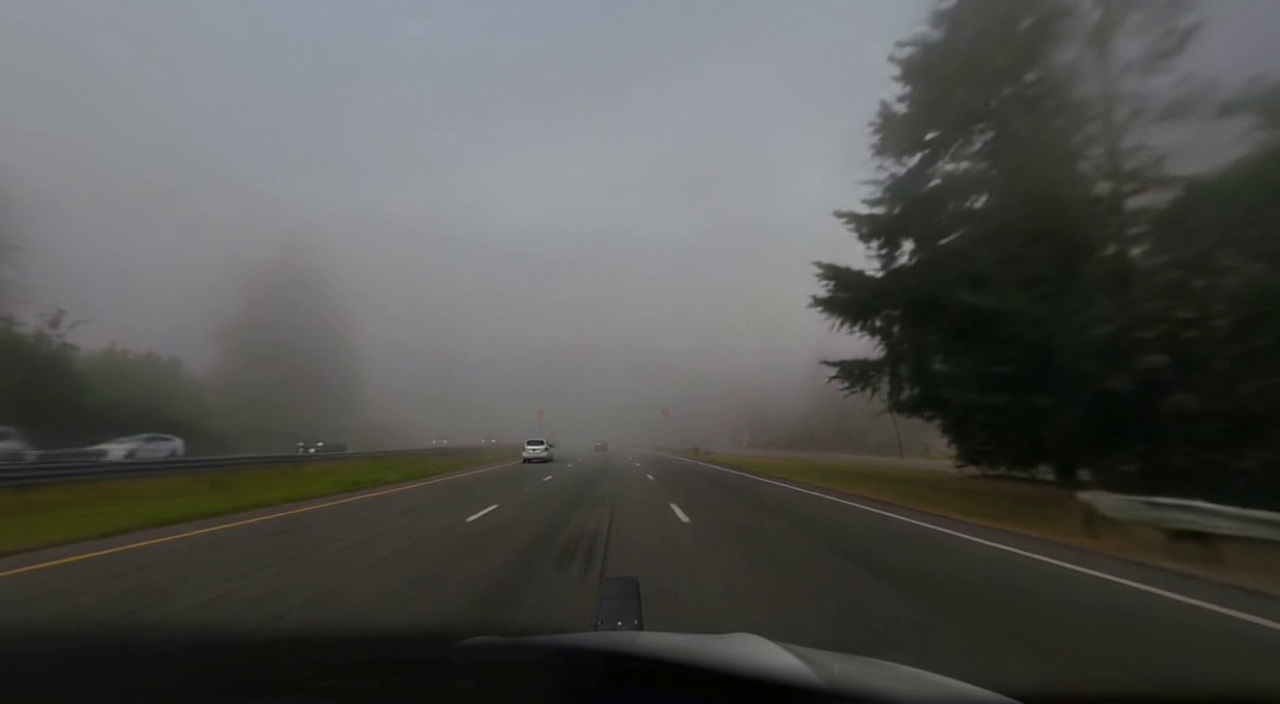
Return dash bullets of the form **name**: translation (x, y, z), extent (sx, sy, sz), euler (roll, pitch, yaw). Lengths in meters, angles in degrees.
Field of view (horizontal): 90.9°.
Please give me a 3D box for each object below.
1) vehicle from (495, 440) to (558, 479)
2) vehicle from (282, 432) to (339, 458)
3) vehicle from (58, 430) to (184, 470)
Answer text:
- **vehicle**: translation (-4.325, 4.134, 24.618), extent (1.874, 1.369, 3.875), euler (0, -8, -2)
- **vehicle**: translation (-20.799, 5.869, 39.944), extent (1.748, 1.563, 3.580), euler (0, -8, -3)
- **vehicle**: translation (-20.462, 3.862, 25.068), extent (1.898, 1.469, 3.720), euler (0, -8, -2)
